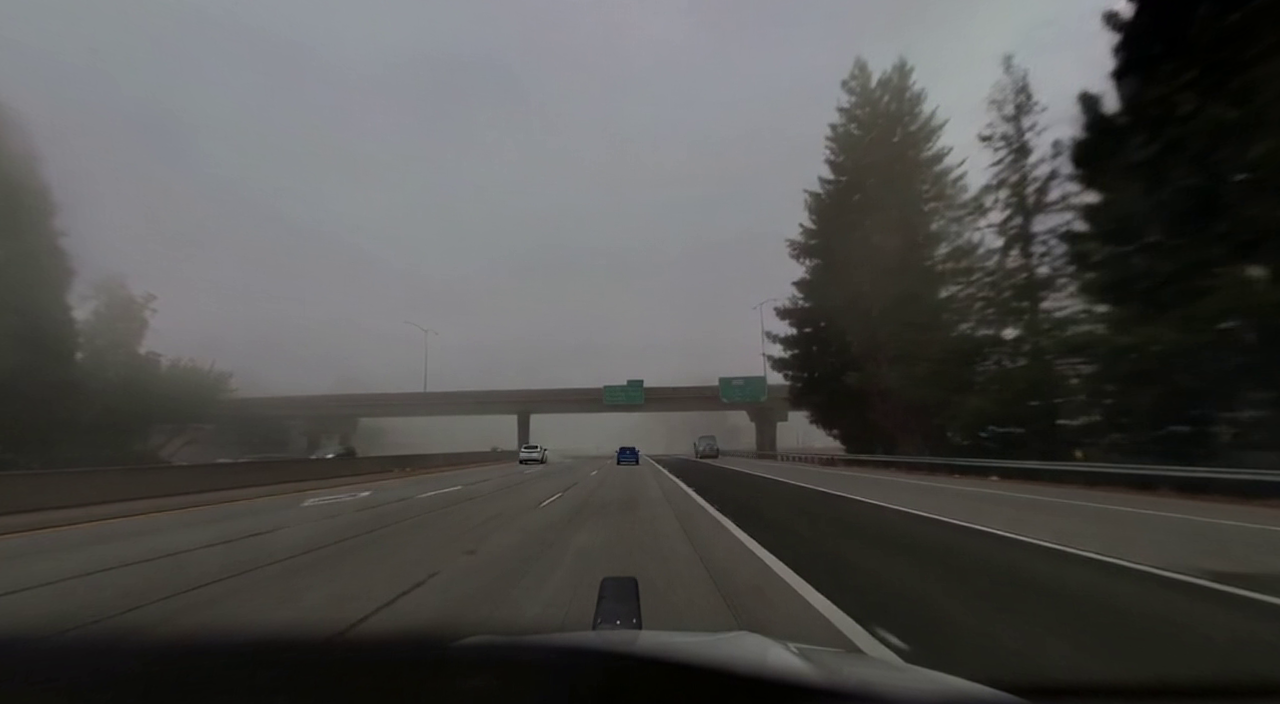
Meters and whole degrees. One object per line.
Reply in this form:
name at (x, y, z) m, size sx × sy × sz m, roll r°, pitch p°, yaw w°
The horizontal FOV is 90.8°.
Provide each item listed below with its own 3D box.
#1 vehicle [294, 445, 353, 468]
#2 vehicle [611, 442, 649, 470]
vehicle at (-24.802, 8.166, 49.745) m, size 1.978 × 1.665 × 5.327 m, roll -1°, pitch -8°, yaw -2°
vehicle at (-0.608, 5.872, 35.794) m, size 2.012 × 1.471 × 4.059 m, roll 0°, pitch -8°, yaw -2°
